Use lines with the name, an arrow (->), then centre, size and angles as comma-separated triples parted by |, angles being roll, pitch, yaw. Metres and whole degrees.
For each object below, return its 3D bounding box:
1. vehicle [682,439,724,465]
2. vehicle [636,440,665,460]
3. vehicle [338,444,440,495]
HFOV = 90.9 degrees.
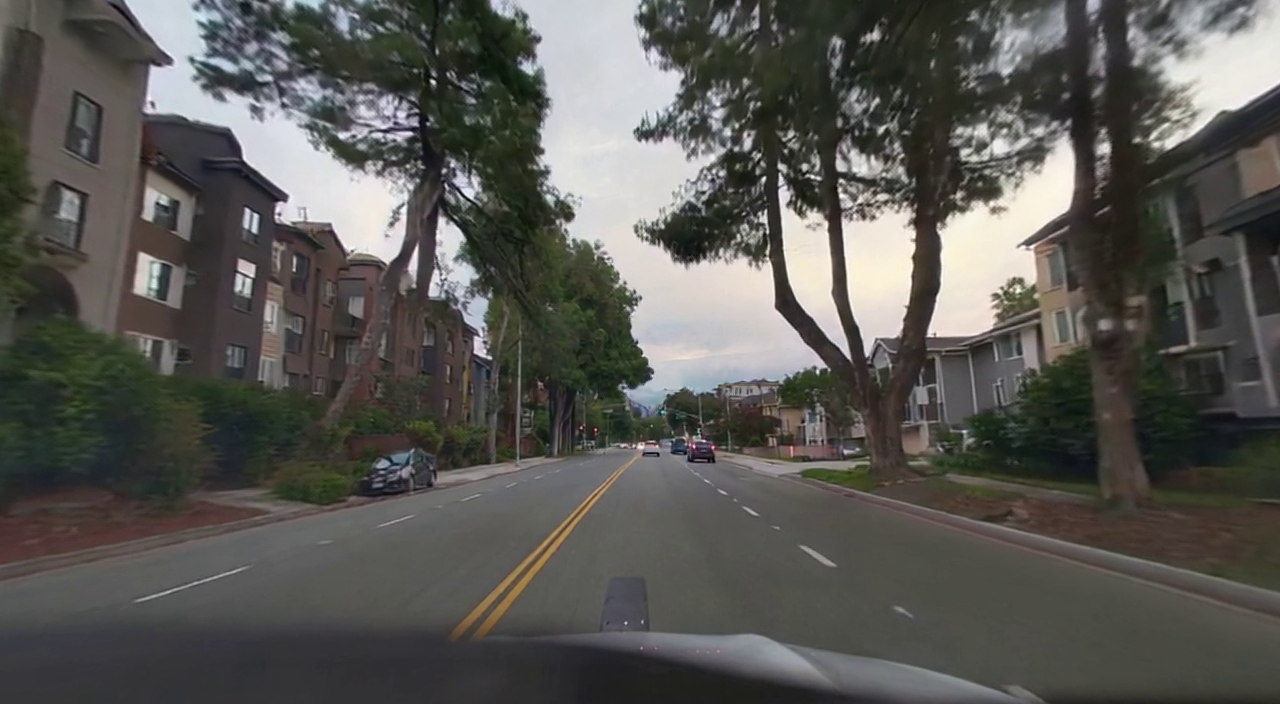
vehicle -> 3.801, 6.180, 38.966 | 2.078, 1.488, 4.741 | 0, -9, -1
vehicle -> 0.778, 7.484, 48.264 | 2.097, 1.463, 4.043 | 0, -9, 0
vehicle -> -9.316, 4.361, 23.808 | 1.933, 1.498, 4.446 | -4, -7, 2
